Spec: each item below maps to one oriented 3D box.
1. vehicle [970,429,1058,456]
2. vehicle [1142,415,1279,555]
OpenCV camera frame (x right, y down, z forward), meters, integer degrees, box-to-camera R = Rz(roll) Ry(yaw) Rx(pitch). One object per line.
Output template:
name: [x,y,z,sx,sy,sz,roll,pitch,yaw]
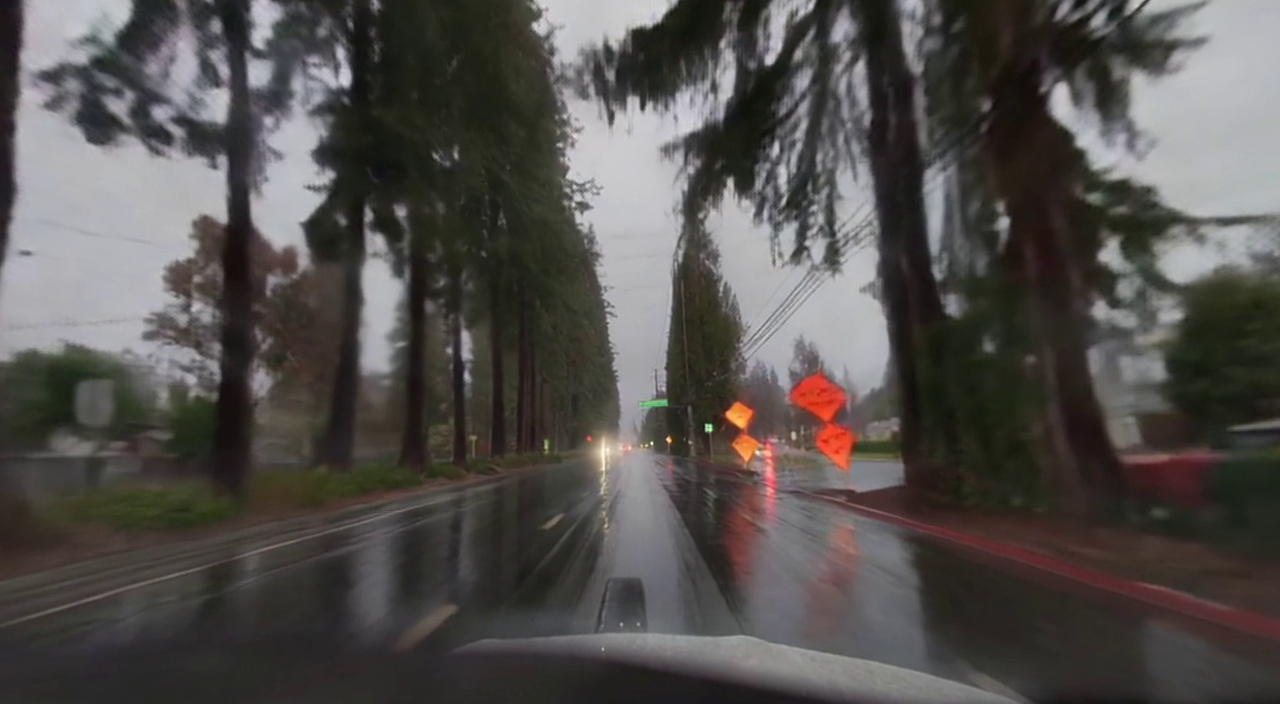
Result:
vehicle: [25.449,6.187,43.095,4.601,1.801,2.122,0,-9,1]
vehicle: [8.421,1.504,7.217,1.891,1.548,4.121,-5,-8,0]
